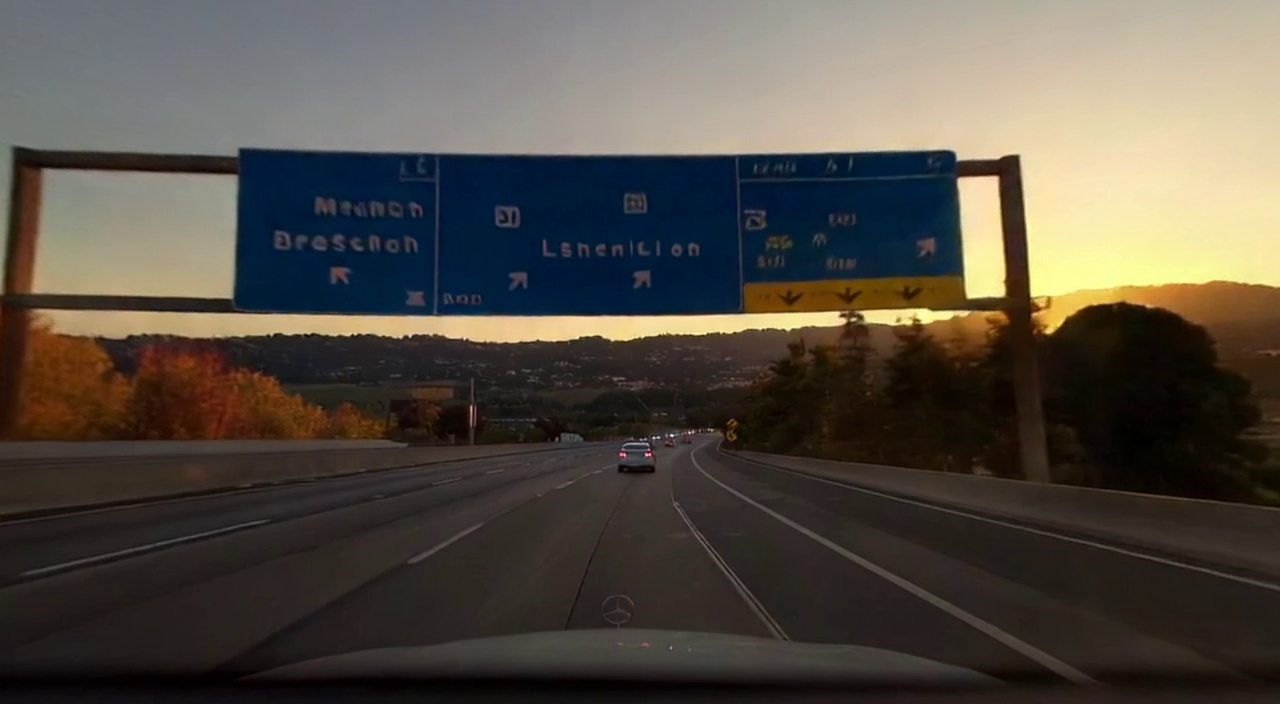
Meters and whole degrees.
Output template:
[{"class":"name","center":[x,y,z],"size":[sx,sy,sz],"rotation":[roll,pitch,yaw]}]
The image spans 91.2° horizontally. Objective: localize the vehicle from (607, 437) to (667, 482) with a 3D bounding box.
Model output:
[{"class":"vehicle","center":[-0.027,3.974,23.410],"size":[2.055,1.509,4.255],"rotation":[-1,-8,2]}]
